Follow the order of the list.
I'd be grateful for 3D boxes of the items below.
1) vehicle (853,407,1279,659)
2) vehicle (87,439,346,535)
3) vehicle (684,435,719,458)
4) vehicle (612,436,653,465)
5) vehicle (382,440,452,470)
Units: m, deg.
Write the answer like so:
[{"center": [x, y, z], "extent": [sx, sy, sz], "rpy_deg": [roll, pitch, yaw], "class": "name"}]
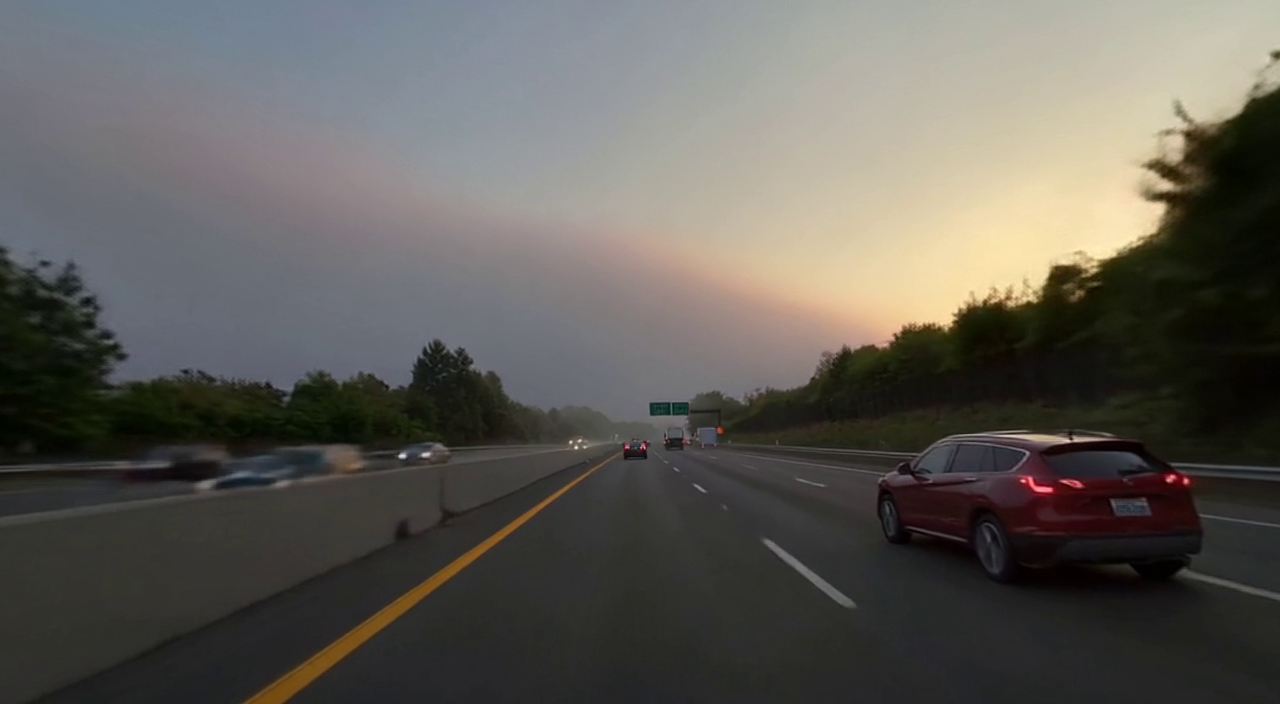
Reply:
[{"center": [3.930, 1.397, 6.202], "extent": [1.961, 1.495, 4.743], "rpy_deg": [0, -8, -1], "class": "vehicle"}, {"center": [-7.753, 2.448, 12.239], "extent": [1.929, 1.456, 4.458], "rpy_deg": [0, -8, 0], "class": "vehicle"}, {"center": [4.345, 6.718, 44.937], "extent": [1.995, 1.556, 3.893], "rpy_deg": [0, -8, -2], "class": "vehicle"}, {"center": [-0.410, 5.271, 34.033], "extent": [2.055, 1.466, 4.317], "rpy_deg": [0, -8, -1], "class": "vehicle"}, {"center": [-11.394, 5.267, 32.551], "extent": [1.949, 1.422, 4.500], "rpy_deg": [0, -8, 0], "class": "vehicle"}]
